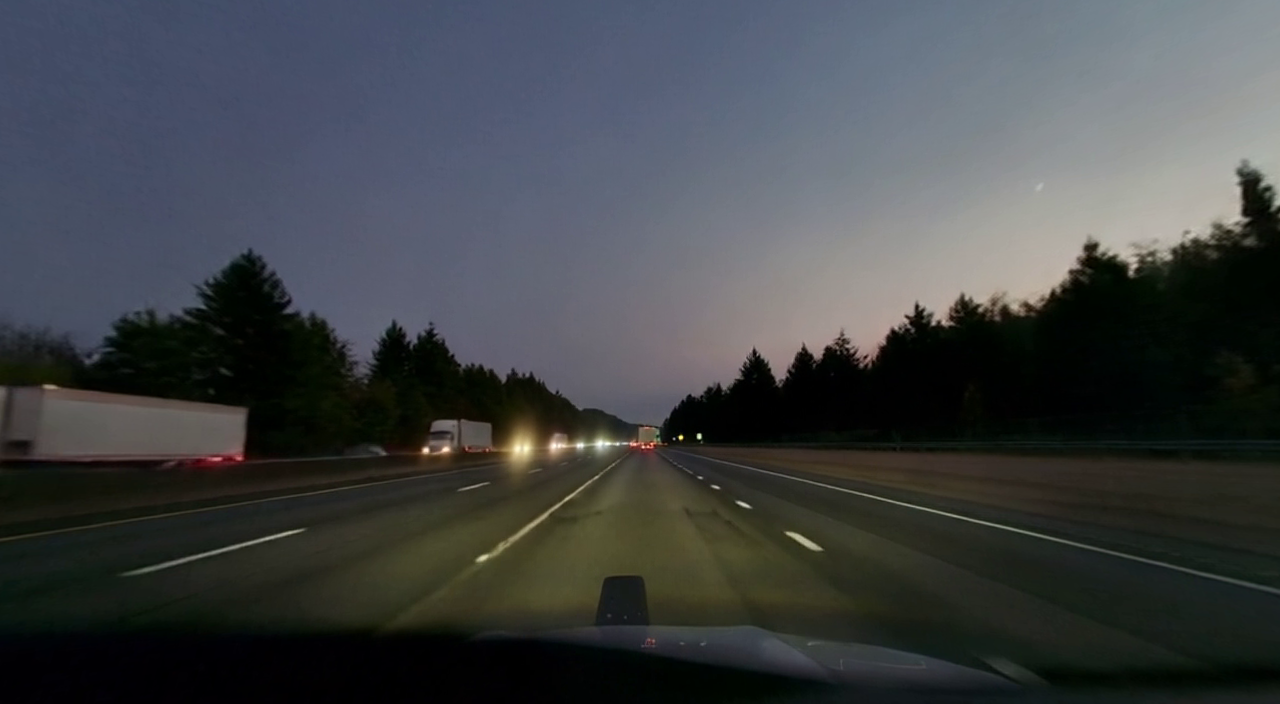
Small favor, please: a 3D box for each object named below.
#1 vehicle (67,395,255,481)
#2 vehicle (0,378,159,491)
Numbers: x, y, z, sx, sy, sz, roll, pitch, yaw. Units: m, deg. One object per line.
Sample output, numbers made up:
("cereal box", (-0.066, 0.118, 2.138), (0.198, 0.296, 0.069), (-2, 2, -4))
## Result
("vehicle", (-22.389, 4.136, 30.156), (2.827, 3.536, 7.540), (0, -8, 1))
("vehicle", (-22.386, 2.931, 22.143), (3.019, 3.659, 9.658), (0, -8, 1))
